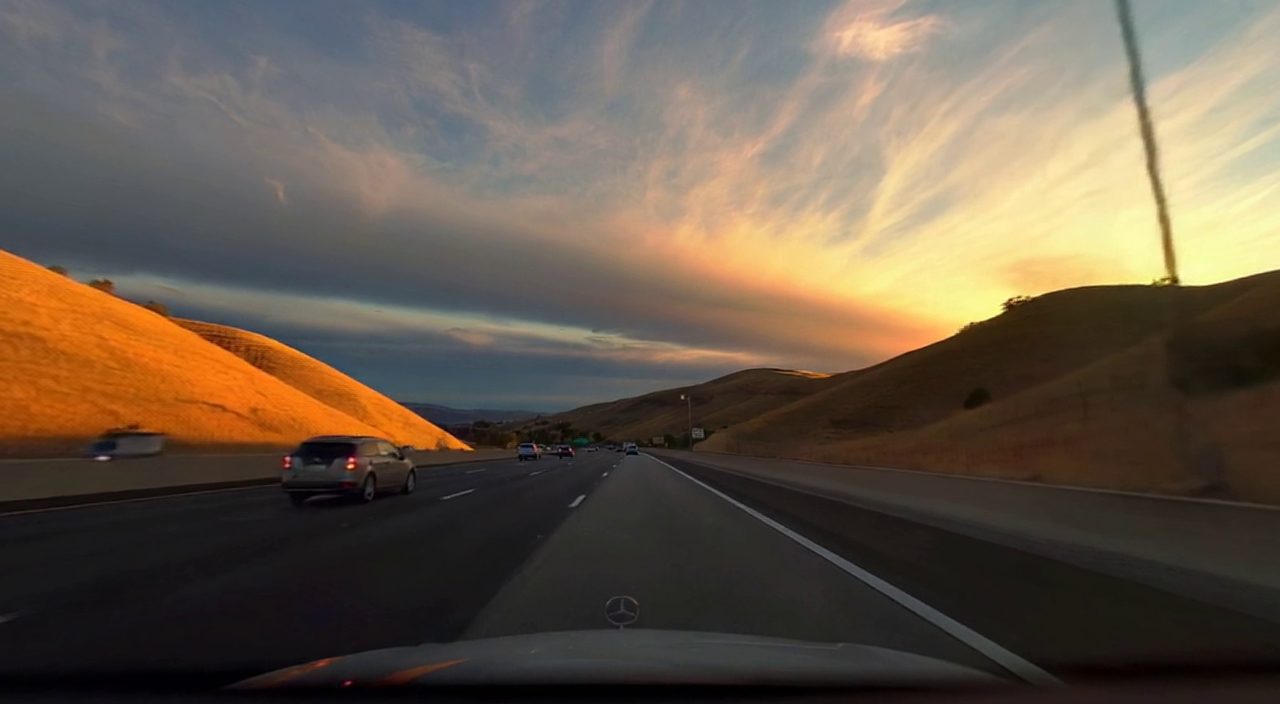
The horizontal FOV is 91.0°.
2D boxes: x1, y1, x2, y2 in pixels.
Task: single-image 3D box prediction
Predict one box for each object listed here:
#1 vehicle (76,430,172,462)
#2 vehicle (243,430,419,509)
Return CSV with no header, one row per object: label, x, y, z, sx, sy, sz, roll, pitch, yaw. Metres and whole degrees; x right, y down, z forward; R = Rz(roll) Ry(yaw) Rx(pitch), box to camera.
vehicle,-38.579,7.096,47.349,2.408,2.235,5.708,0,-9,-1
vehicle,-7.159,2.769,15.242,2.045,1.624,4.338,0,-9,0
